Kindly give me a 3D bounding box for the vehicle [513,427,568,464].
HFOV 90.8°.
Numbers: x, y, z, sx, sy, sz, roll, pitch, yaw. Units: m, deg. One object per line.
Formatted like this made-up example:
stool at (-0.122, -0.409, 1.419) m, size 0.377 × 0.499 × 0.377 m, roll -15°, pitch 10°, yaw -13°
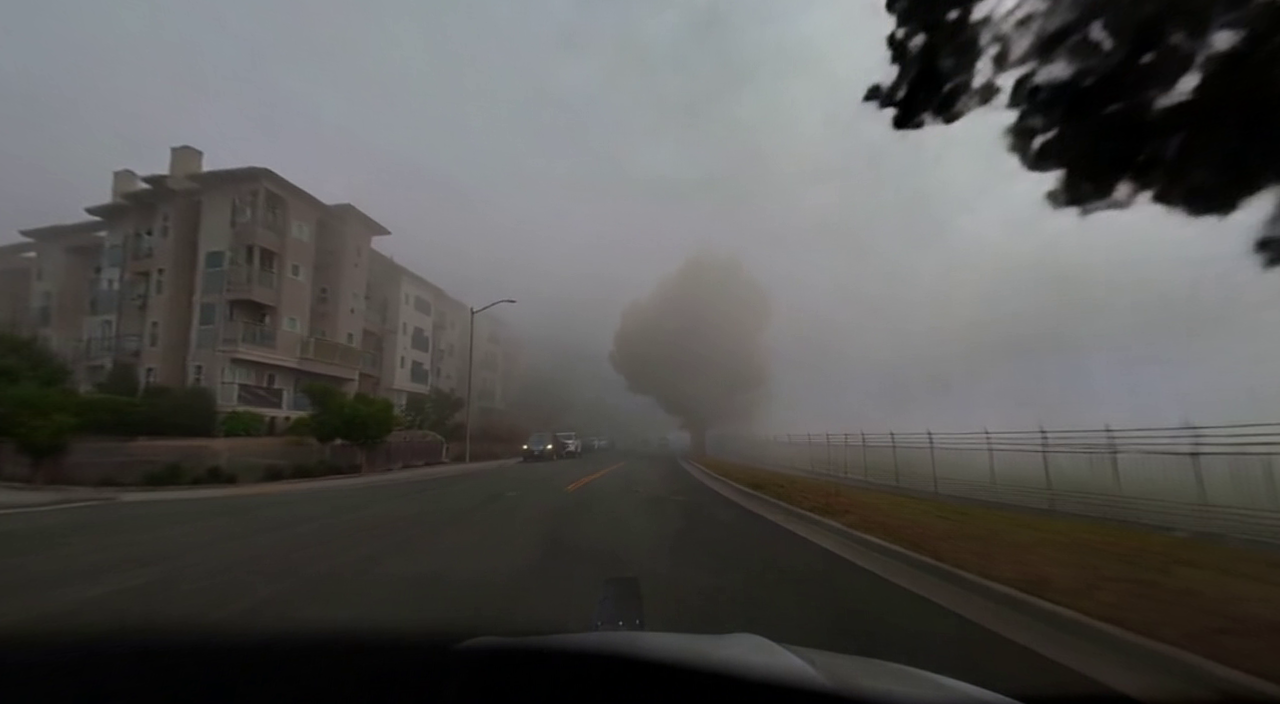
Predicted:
vehicle at (-5.854, 5.606, 37.916) m, size 2.192 × 1.965 × 4.917 m, roll 2°, pitch -8°, yaw 3°
